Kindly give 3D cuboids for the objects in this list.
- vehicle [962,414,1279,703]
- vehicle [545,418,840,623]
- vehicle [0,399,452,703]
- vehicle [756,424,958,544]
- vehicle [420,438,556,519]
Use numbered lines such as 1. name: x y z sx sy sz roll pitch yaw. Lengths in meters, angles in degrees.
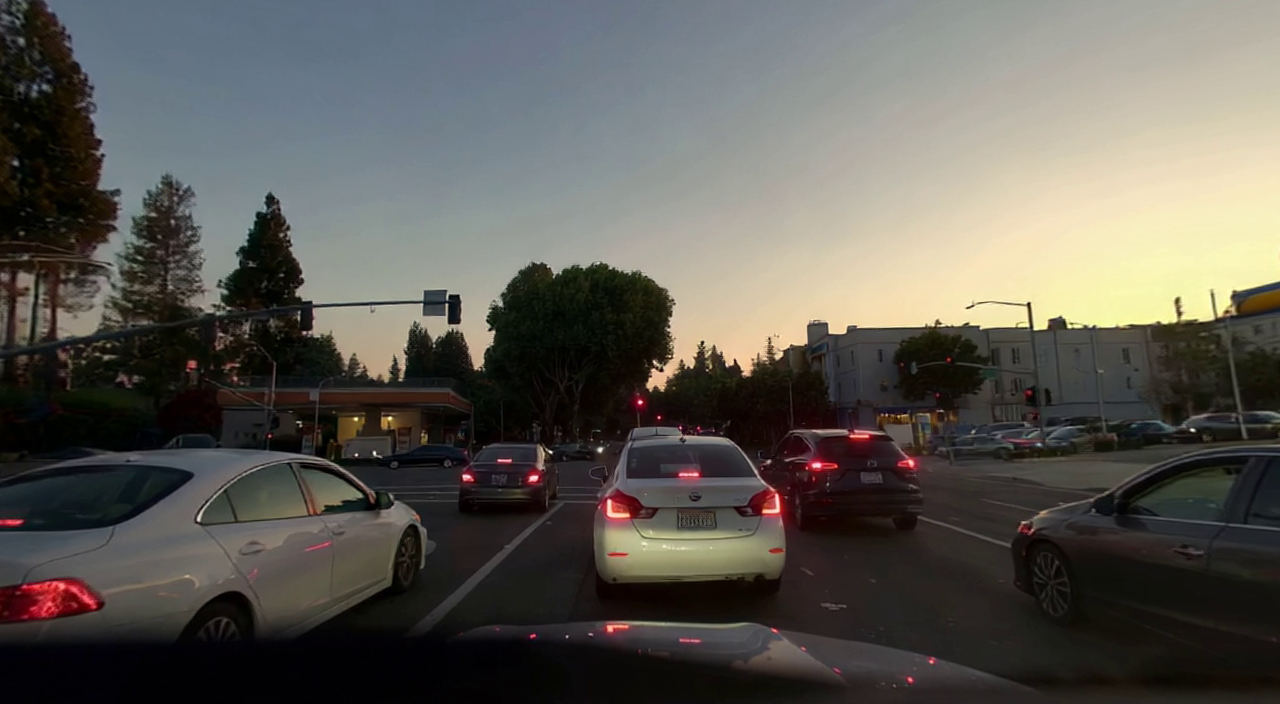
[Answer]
1. vehicle: 4.173 1.138 3.634 1.950 1.497 4.686 0 -9 -3
2. vehicle: 0.335 1.590 6.959 2.220 1.507 4.317 0 -9 -2
3. vehicle: -3.007 1.257 4.628 1.887 1.493 4.255 0 -9 1
4. vehicle: 3.371 2.126 10.781 1.947 1.630 4.127 0 -9 0
5. vehicle: -3.070 2.645 13.713 1.867 1.474 4.237 0 -9 0
